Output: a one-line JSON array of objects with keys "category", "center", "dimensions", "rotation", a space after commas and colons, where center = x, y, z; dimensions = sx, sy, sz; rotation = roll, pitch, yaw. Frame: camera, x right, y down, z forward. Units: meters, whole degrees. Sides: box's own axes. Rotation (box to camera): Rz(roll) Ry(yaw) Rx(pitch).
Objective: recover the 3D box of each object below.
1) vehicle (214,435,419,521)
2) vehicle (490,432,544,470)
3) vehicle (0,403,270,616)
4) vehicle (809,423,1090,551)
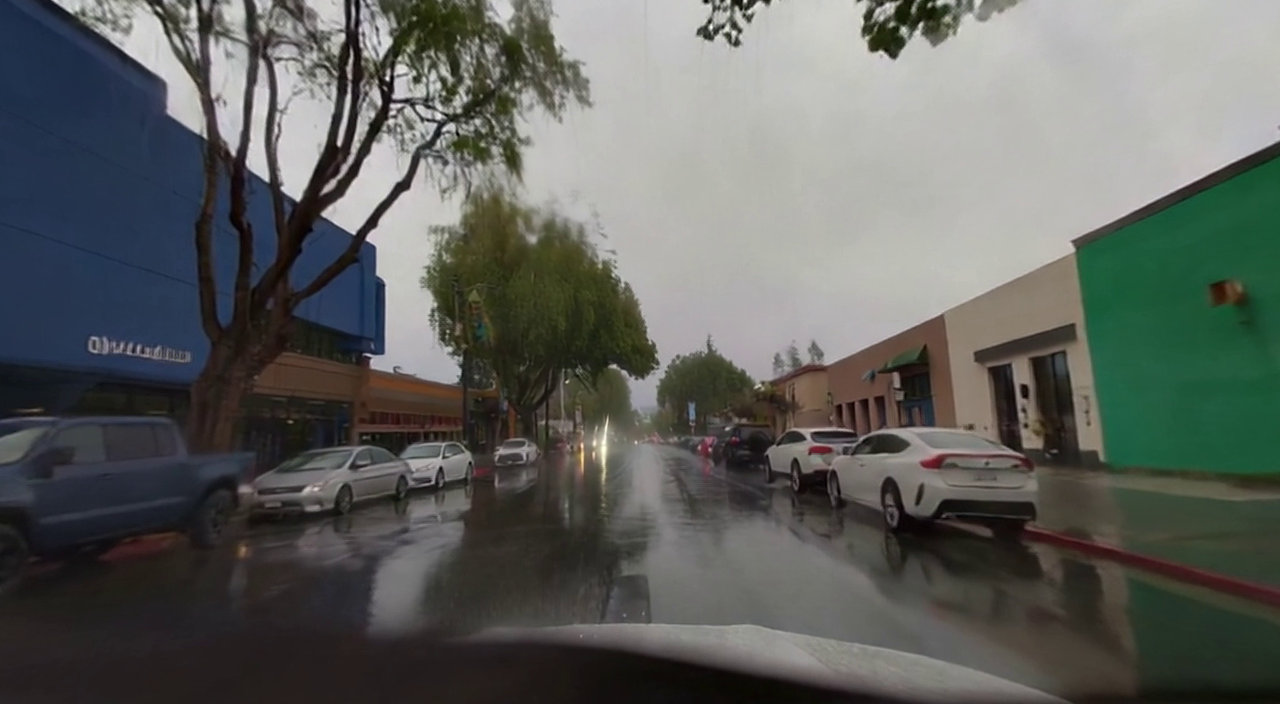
[{"category": "vehicle", "center": [-7.000, 2.706, 14.409], "dimensions": [2.001, 1.502, 4.851], "rotation": [-1, -6, 2]}, {"category": "vehicle", "center": [-6.547, 5.285, 34.119], "dimensions": [1.996, 1.770, 5.518], "rotation": [-1, -6, -2]}, {"category": "vehicle", "center": [-6.938, 1.616, 7.605], "dimensions": [2.238, 1.891, 4.780], "rotation": [-1, -5, -3]}, {"category": "vehicle", "center": [4.298, 1.877, 9.880], "dimensions": [1.973, 1.494, 4.867], "rotation": [0, -7, 0]}]
